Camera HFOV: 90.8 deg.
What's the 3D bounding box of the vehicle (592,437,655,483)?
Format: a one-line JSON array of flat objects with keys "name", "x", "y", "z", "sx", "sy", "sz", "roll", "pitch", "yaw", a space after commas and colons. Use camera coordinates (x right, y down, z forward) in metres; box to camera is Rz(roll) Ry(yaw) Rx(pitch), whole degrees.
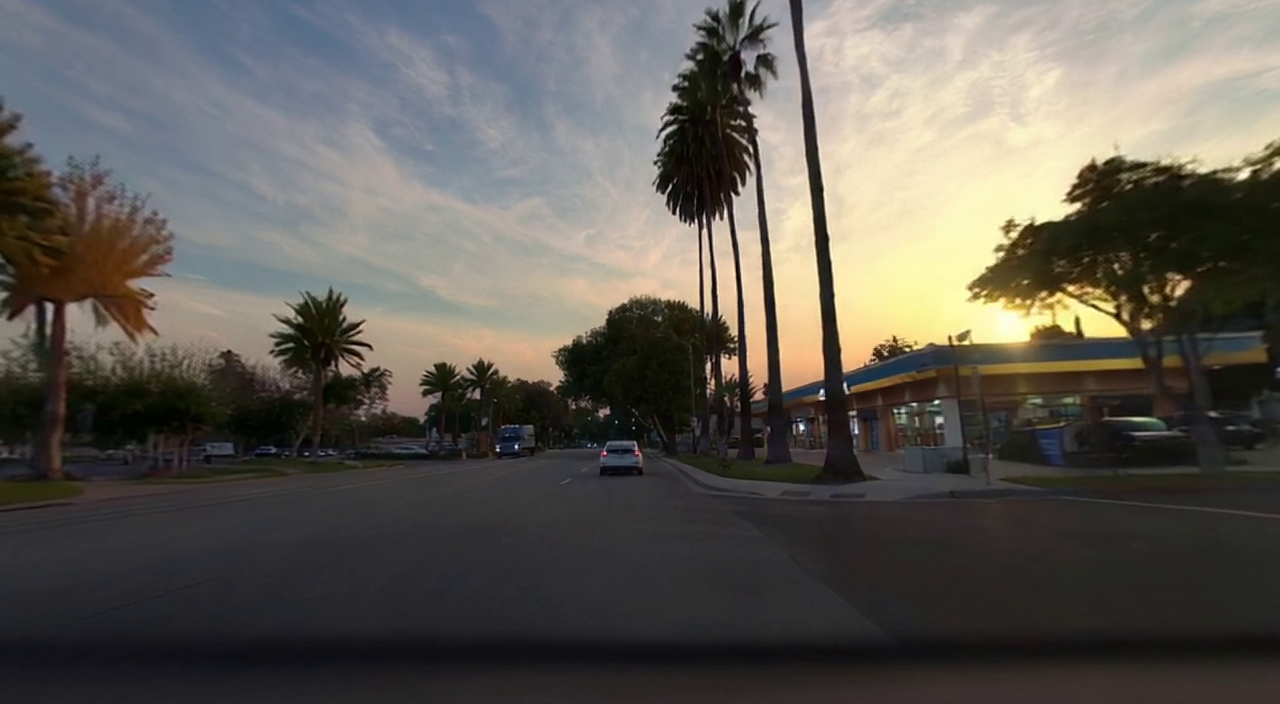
[{"name": "vehicle", "x": -0.578, "y": 3.826, "z": 22.786, "sx": 2.076, "sy": 1.486, "sz": 4.119, "roll": 0, "pitch": -8, "yaw": -1}]
